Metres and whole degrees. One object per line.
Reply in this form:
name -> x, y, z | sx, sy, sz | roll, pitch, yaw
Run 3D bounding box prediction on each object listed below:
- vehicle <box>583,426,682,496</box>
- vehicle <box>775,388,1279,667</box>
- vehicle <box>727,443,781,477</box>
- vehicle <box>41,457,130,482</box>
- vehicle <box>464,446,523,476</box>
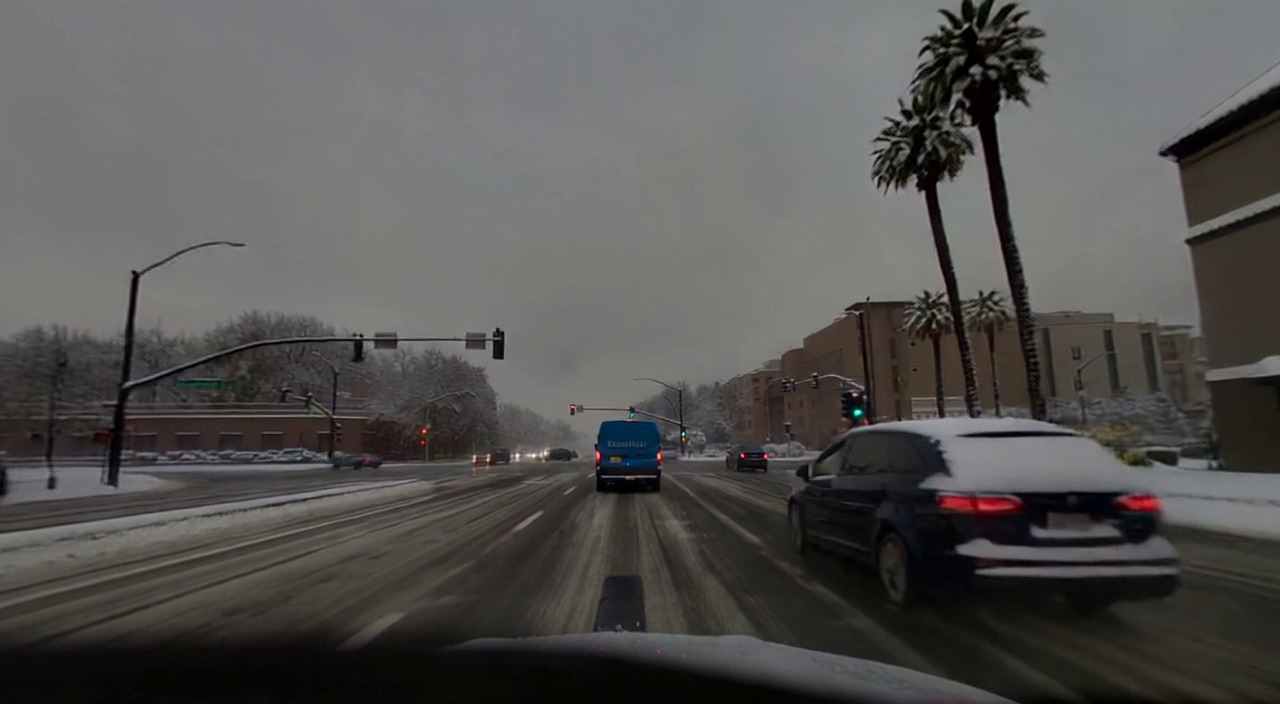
vehicle -> -0.326, 3.589, 21.245 | 2.848, 1.991, 5.706 | 0, -9, -2
vehicle -> 3.225, 1.463, 6.495 | 2.462, 1.736, 4.899 | 0, -9, -2
vehicle -> 6.067, 5.796, 34.197 | 1.931, 1.692, 4.267 | 0, -9, -3
vehicle -> -41.142, 8.701, 46.941 | 4.485, 1.732, 2.120 | 0, -9, -1
vehicle -> -8.637, 6.330, 36.976 | 2.109, 1.653, 4.681 | 4, -10, -28
